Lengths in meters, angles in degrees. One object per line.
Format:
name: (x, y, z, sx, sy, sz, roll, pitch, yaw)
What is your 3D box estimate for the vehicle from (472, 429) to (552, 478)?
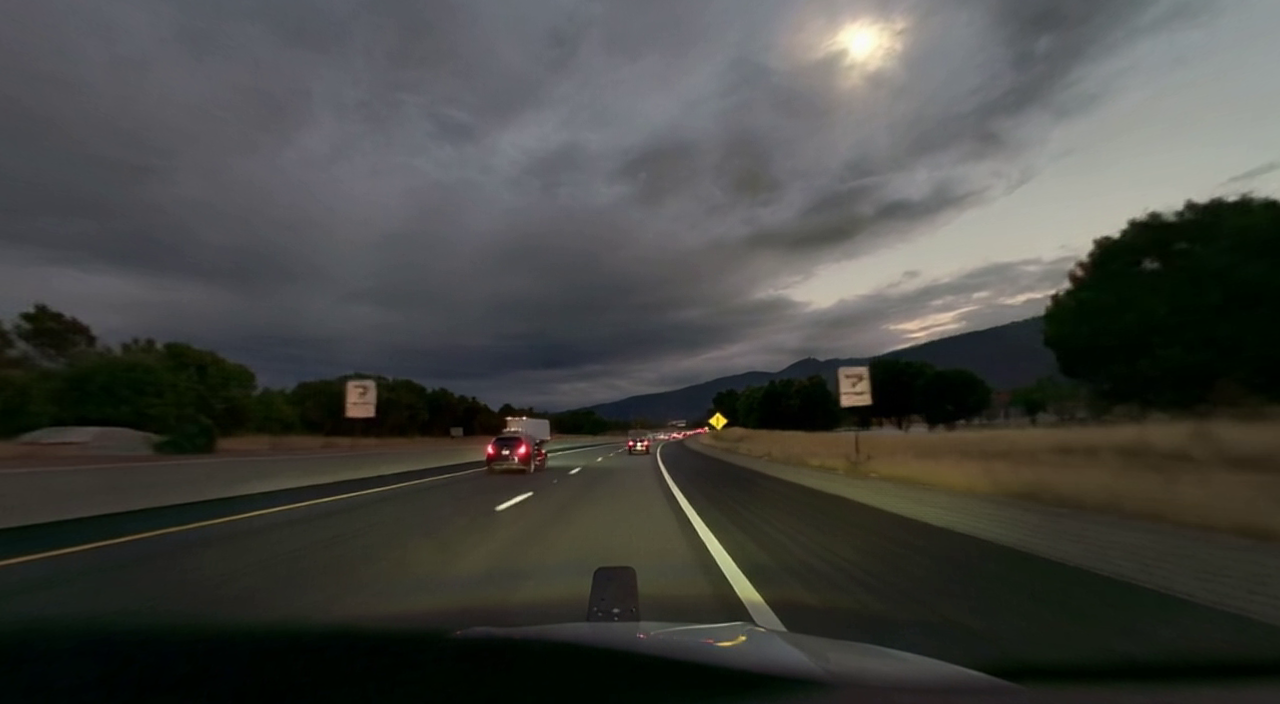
vehicle: (-4.683, 3.793, 23.716, 2.075, 1.653, 4.317, -1, -8, 1)

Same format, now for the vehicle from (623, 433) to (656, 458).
vehicle: (-0.056, 6.492, 43.758, 2.146, 1.636, 4.026, 0, -8, 0)
